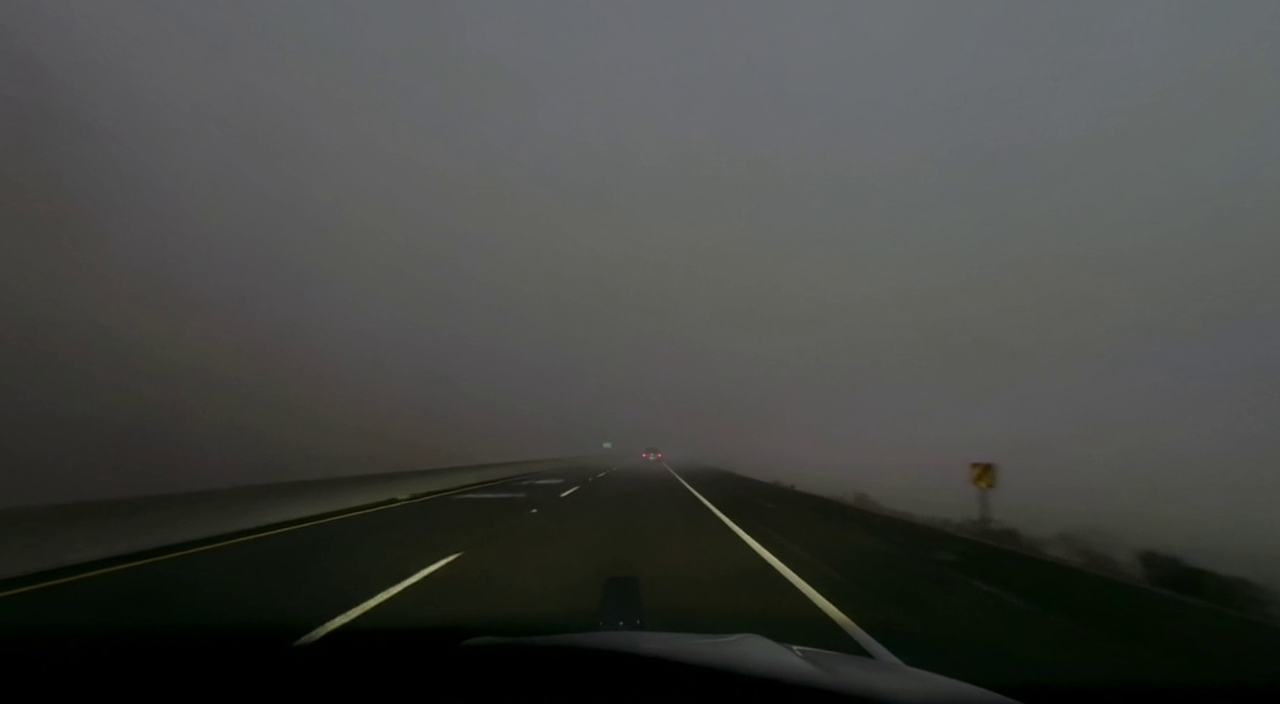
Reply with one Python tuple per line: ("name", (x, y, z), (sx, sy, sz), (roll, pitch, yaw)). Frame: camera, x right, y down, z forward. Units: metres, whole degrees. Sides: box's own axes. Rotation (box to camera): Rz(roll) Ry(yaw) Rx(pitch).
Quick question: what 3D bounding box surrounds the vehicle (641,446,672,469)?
("vehicle", (1.272, 7.867, 47.295), (2.221, 1.603, 4.149), (-1, -9, 2))
